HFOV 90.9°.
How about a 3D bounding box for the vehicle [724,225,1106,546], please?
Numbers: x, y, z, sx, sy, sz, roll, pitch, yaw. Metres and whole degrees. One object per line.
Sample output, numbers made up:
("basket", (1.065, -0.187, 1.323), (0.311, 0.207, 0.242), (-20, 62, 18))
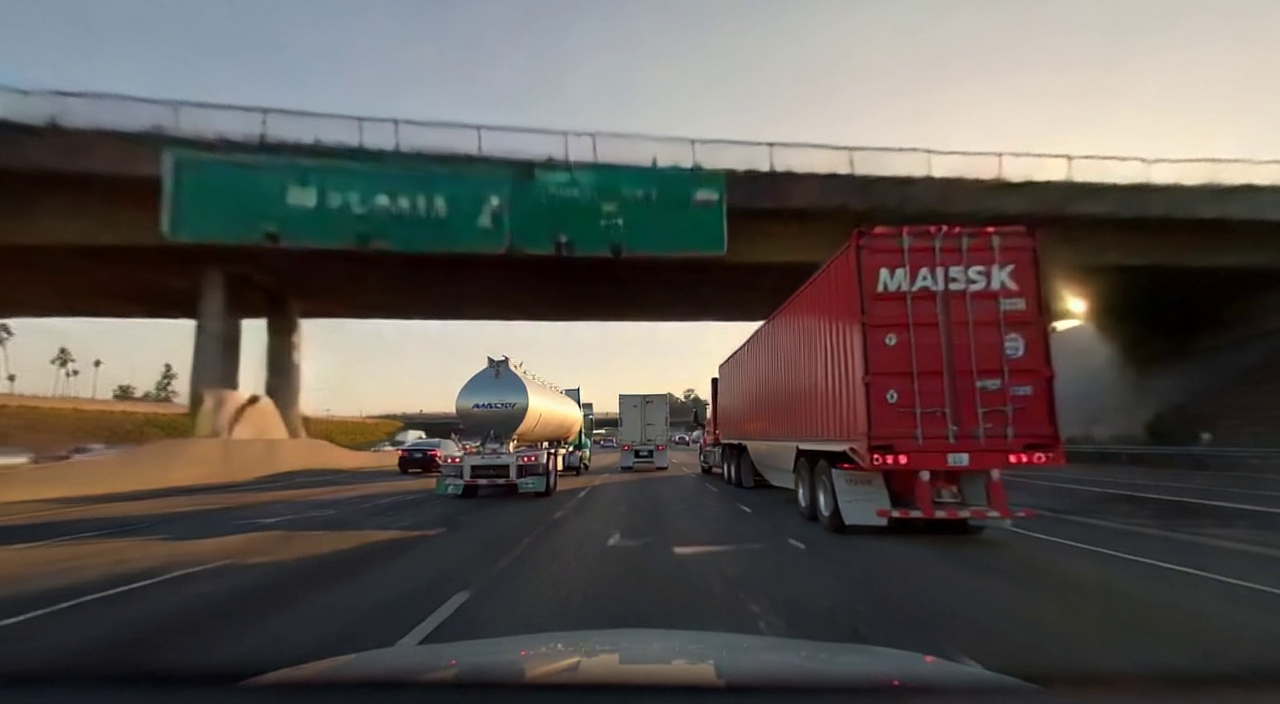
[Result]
("vehicle", (4.450, 1.410, 15.420), (2.887, 4.178, 14.553), (0, -8, 0))

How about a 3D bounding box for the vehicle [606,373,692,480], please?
("vehicle", (0.399, 4.033, 32.064), (3.097, 3.856, 18.209), (0, -8, 0))

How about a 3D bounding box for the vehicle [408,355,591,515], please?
("vehicle", (-3.270, 2.468, 18.370), (2.786, 3.228, 11.082), (0, -8, 0))

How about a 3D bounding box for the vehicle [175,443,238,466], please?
("vehicle", (-27.353, 6.487, 39.906), (1.523, 1.373, 3.357), (0, -8, 1))

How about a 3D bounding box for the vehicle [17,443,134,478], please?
("vehicle", (-31.118, 5.970, 34.997), (2.155, 1.780, 4.716), (0, -8, -1))

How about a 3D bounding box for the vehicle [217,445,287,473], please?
("vehicle", (-20.114, 5.511, 32.828), (1.457, 1.354, 3.284), (0, -8, 2))
